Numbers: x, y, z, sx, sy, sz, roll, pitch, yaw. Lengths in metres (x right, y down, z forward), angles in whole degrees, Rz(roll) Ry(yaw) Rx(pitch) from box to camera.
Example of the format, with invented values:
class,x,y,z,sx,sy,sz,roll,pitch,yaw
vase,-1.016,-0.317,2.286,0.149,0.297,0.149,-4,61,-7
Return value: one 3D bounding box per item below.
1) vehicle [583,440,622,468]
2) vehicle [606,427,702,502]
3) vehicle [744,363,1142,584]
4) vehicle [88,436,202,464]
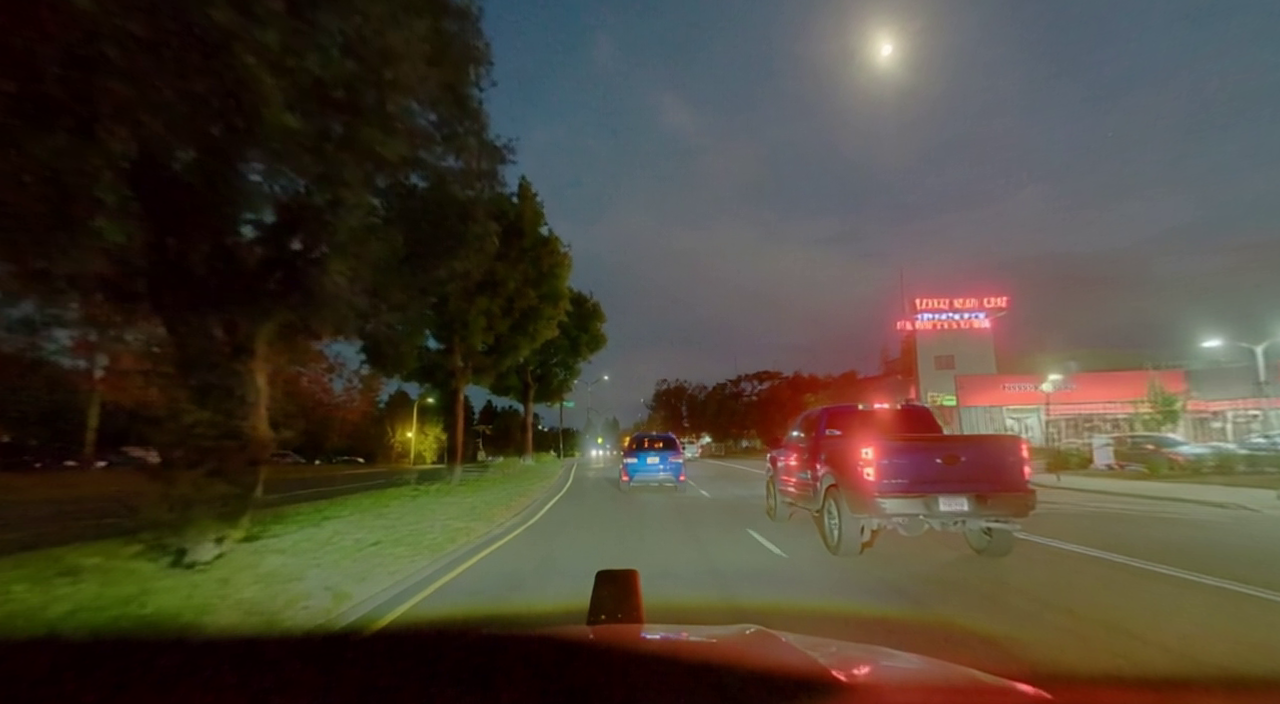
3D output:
class,x,y,z,sx,sy,sz,roll,pitch,yaw
vehicle,-2.153,5.679,35.246,1.960,1.475,4.161,1,-9,-6
vehicle,0.313,2.811,16.083,2.145,1.650,4.021,0,-9,0
vehicle,3.407,1.608,9.125,2.731,2.101,6.047,0,-9,0
vehicle,-32.646,6.469,41.630,5.603,1.772,2.150,1,-9,-3
